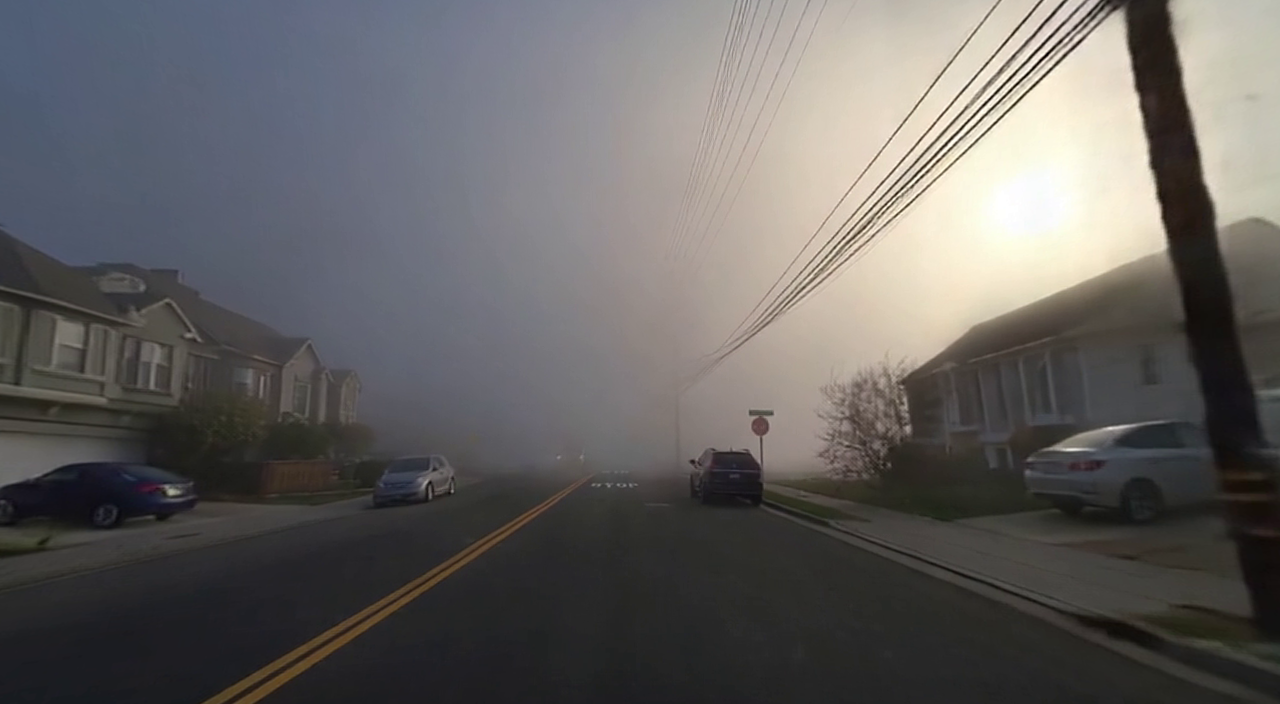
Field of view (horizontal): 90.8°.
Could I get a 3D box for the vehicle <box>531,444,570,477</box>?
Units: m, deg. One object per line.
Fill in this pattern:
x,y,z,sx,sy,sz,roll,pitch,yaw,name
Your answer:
-5.687,6.818,39.988,2.277,1.970,4.512,1,-9,-8,vehicle

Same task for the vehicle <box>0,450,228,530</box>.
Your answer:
-12.330,3.099,14.506,4.266,1.674,1.933,0,-9,-2,vehicle

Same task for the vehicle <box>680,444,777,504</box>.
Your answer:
2.397,3.469,18.398,2.080,1.531,4.415,0,-9,-1,vehicle

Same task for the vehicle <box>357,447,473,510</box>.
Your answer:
-7.256,4.082,20.991,2.156,1.728,4.619,-2,-8,0,vehicle
